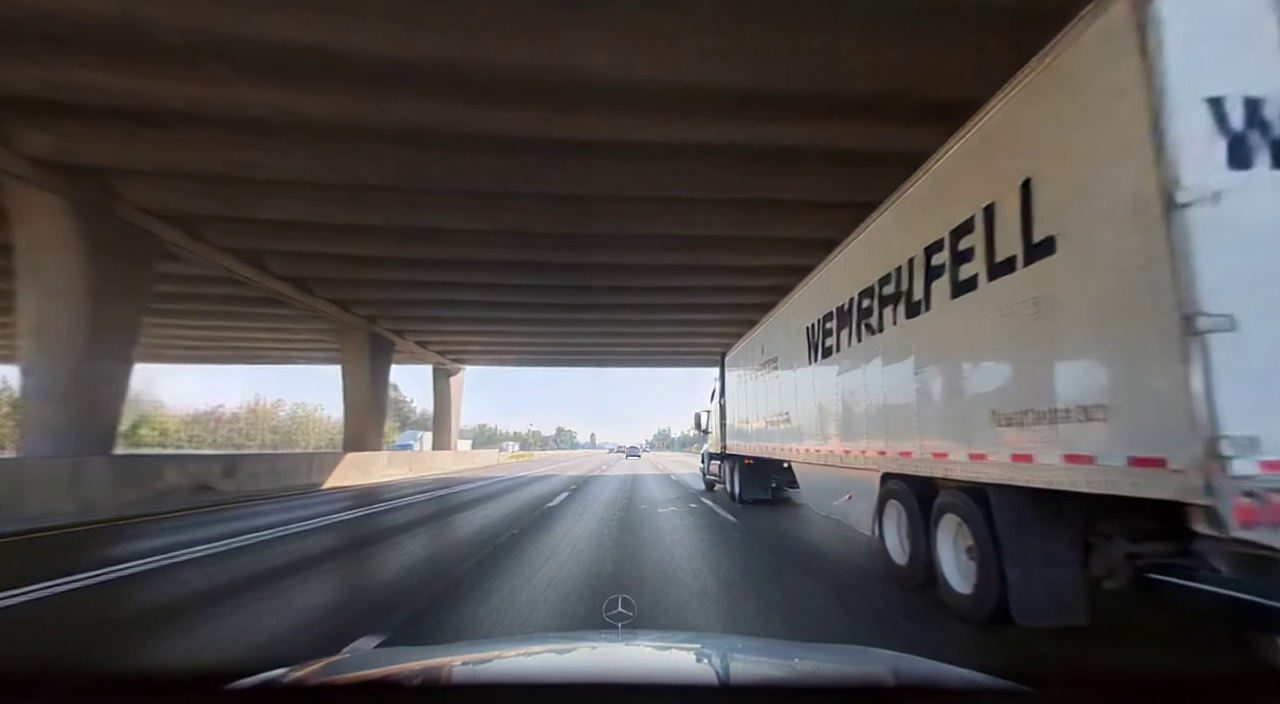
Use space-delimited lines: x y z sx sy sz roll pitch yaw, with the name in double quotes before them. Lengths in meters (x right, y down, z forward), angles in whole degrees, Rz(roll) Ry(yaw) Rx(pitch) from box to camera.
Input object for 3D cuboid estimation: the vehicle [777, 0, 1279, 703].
"vehicle" 4.035 0.456 7.121 2.869 4.013 8.610 0 -9 -1
